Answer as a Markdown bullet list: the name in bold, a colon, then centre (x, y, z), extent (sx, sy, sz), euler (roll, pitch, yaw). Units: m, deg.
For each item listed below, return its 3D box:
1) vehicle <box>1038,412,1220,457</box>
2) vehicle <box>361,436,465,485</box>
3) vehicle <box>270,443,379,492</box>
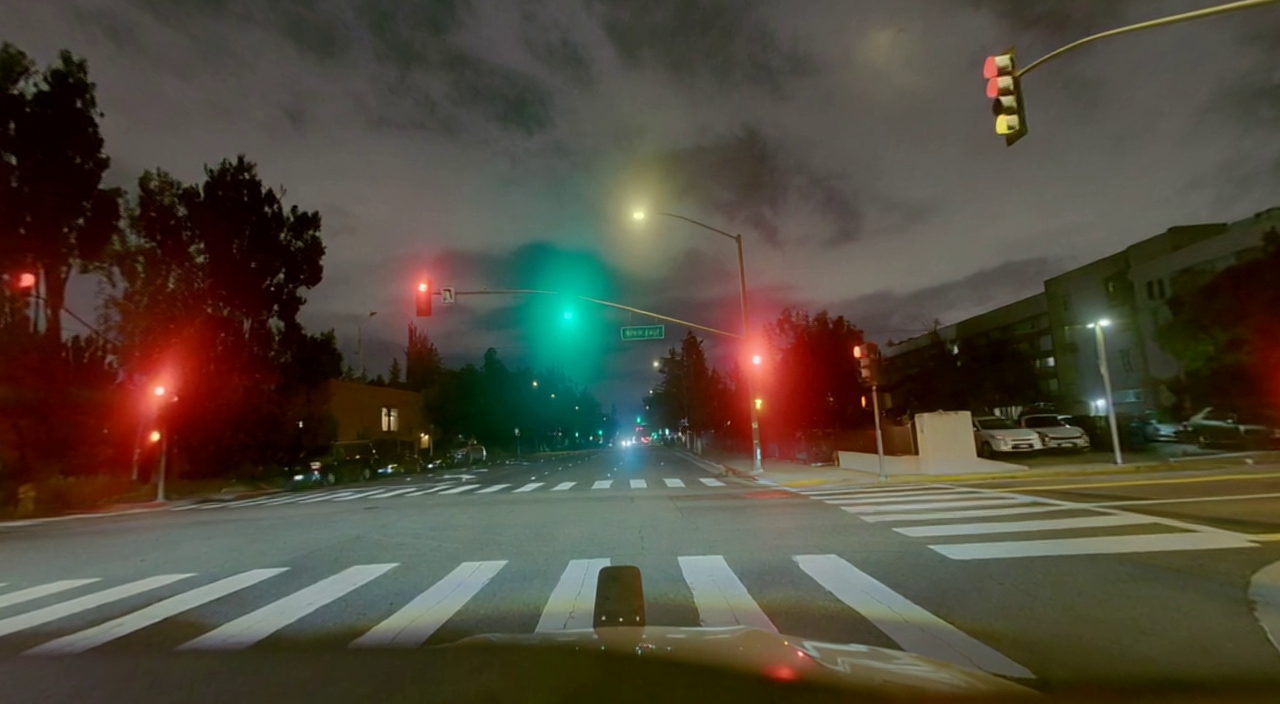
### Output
- **vehicle**: centre (16.903, 2.912, 22.131), extent (4.560, 1.453, 1.851), euler (-3, -9, 18)
- **vehicle**: centre (-10.156, 4.925, 28.989), extent (2.664, 1.940, 5.702), euler (-1, -9, 0)
- **vehicle**: centre (-13.789, 5.060, 28.063), extent (2.306, 1.957, 4.968), euler (0, -9, -1)
